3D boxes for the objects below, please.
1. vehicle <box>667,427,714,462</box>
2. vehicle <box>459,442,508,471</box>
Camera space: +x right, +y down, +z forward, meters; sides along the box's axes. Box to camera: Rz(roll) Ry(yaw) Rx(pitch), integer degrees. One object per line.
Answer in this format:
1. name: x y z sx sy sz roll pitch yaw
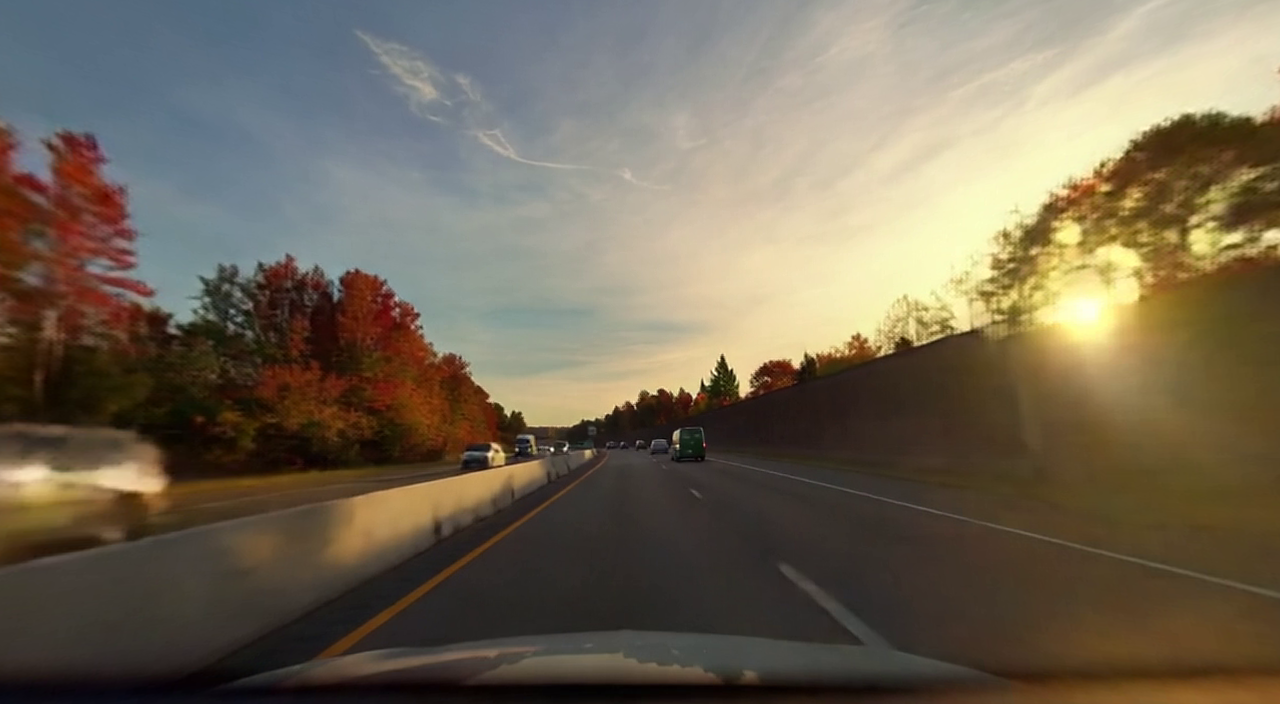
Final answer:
1. vehicle: 3.105 5.835 39.893 2.393 2.072 4.958 1 -8 -2
2. vehicle: -8.802 5.894 35.781 1.784 1.501 3.916 0 -8 -1
